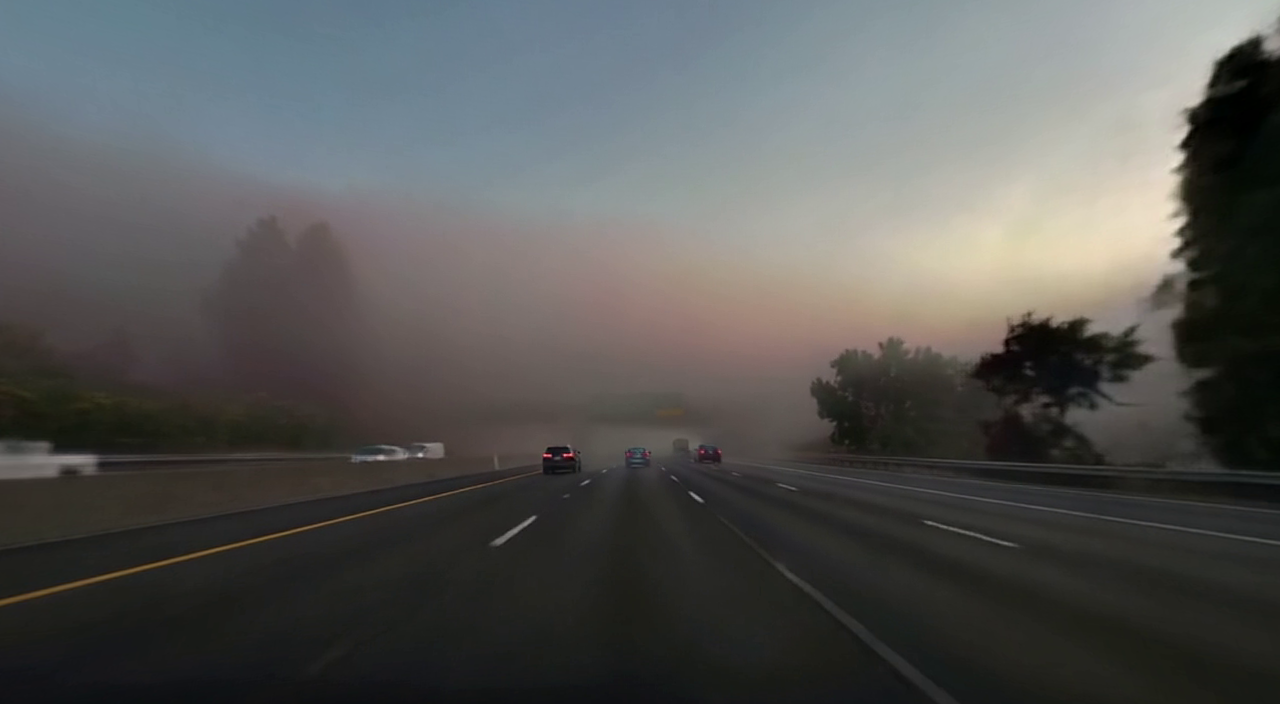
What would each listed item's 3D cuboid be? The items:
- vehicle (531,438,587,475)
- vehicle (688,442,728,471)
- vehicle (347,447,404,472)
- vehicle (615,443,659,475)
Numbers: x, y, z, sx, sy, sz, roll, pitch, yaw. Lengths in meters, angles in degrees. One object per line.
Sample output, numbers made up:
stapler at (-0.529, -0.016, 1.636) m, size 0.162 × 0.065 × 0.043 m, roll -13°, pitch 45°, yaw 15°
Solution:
vehicle at (-4.031, 5.286, 32.182) m, size 2.113 × 1.756 × 4.471 m, roll 0°, pitch -9°, yaw 2°
vehicle at (4.029, 6.226, 37.954) m, size 1.936 × 1.625 × 3.991 m, roll 0°, pitch -9°, yaw 0°
vehicle at (-16.447, 6.680, 39.493) m, size 1.841 × 1.476 × 3.867 m, roll 0°, pitch -9°, yaw 0°
vehicle at (-0.127, 5.419, 32.256) m, size 2.075 × 1.486 × 4.007 m, roll 0°, pitch -9°, yaw 0°
